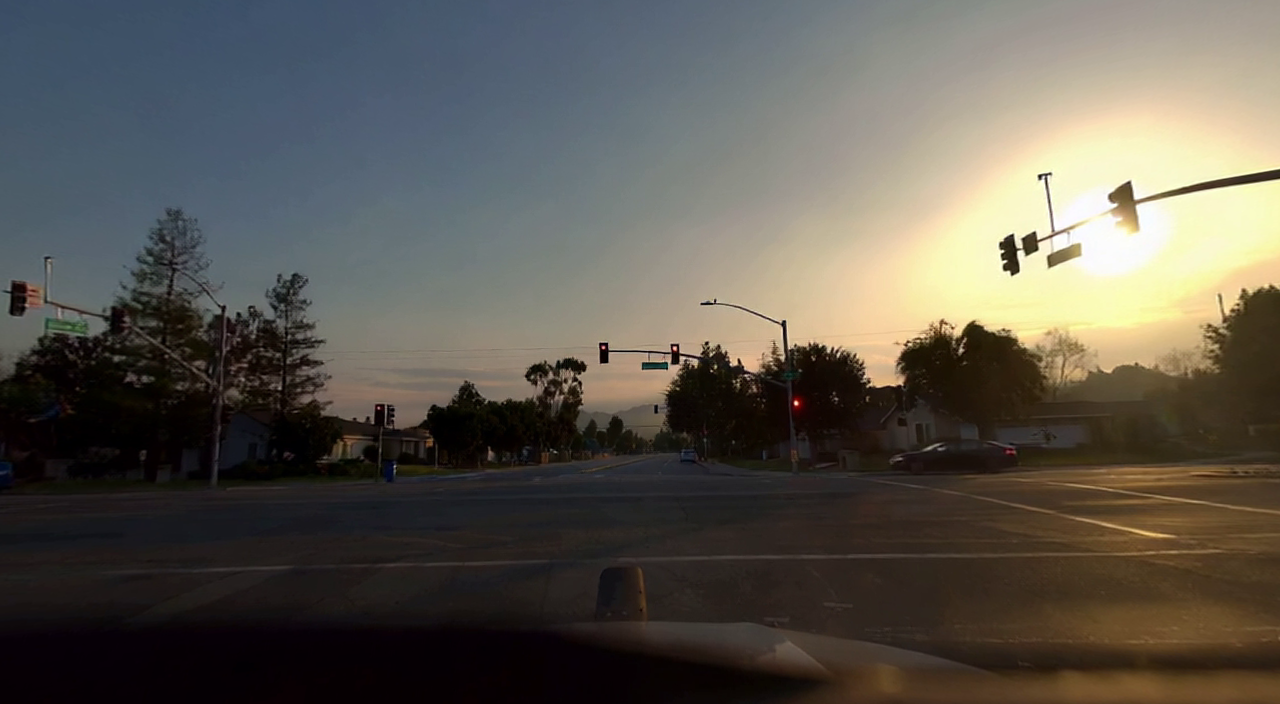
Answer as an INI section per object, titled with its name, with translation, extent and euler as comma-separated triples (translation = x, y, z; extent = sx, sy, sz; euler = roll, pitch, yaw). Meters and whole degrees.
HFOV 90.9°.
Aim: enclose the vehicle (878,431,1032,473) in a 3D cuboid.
[vehicle]
translation = 11.306, 3.614, 22.840
extent = 4.562, 1.460, 1.822
euler = 0, -8, -1
